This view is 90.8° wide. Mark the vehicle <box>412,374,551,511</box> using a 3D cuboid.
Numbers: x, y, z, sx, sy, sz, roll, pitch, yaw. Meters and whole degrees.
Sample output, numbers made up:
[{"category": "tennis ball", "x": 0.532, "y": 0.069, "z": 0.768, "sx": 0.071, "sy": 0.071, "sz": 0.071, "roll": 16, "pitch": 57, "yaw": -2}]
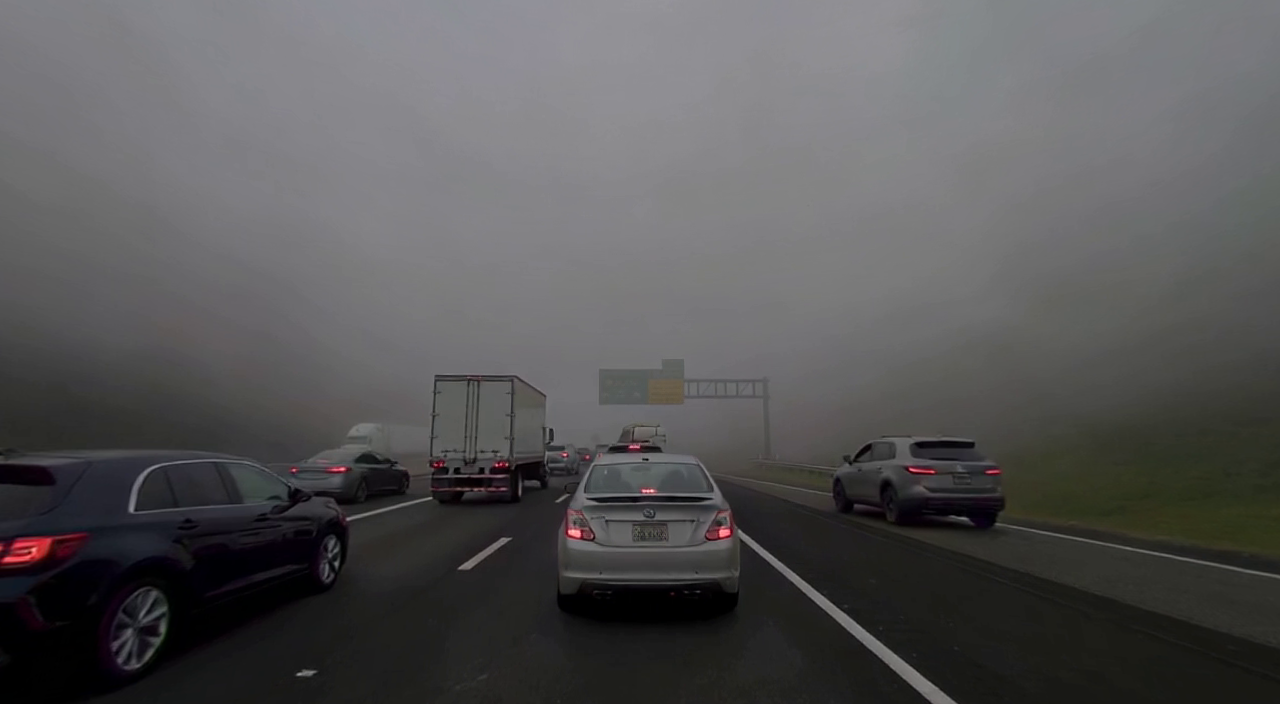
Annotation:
[{"category": "vehicle", "x": -3.990, "y": 2.511, "z": 17.438, "sx": 2.302, "sy": 3.034, "sz": 6.668, "roll": 0, "pitch": -9, "yaw": -2}]

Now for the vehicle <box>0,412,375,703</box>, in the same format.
[{"category": "vehicle", "x": -3.942, "y": 1.320, "z": 4.707, "sx": 1.986, "sy": 1.501, "sz": 4.407, "roll": -1, "pitch": -9, "yaw": 0}]

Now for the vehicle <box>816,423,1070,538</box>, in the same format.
[{"category": "vehicle", "x": 5.537, "y": 2.419, "z": 12.536, "sx": 2.182, "sy": 1.781, "sz": 4.875, "roll": 1, "pitch": -9, "yaw": -7}]

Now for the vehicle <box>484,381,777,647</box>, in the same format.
[{"category": "vehicle", "x": -0.098, "y": 1.363, "z": 6.096, "sx": 1.995, "sy": 1.798, "sz": 3.380, "roll": 0, "pitch": -9, "yaw": -1}]
